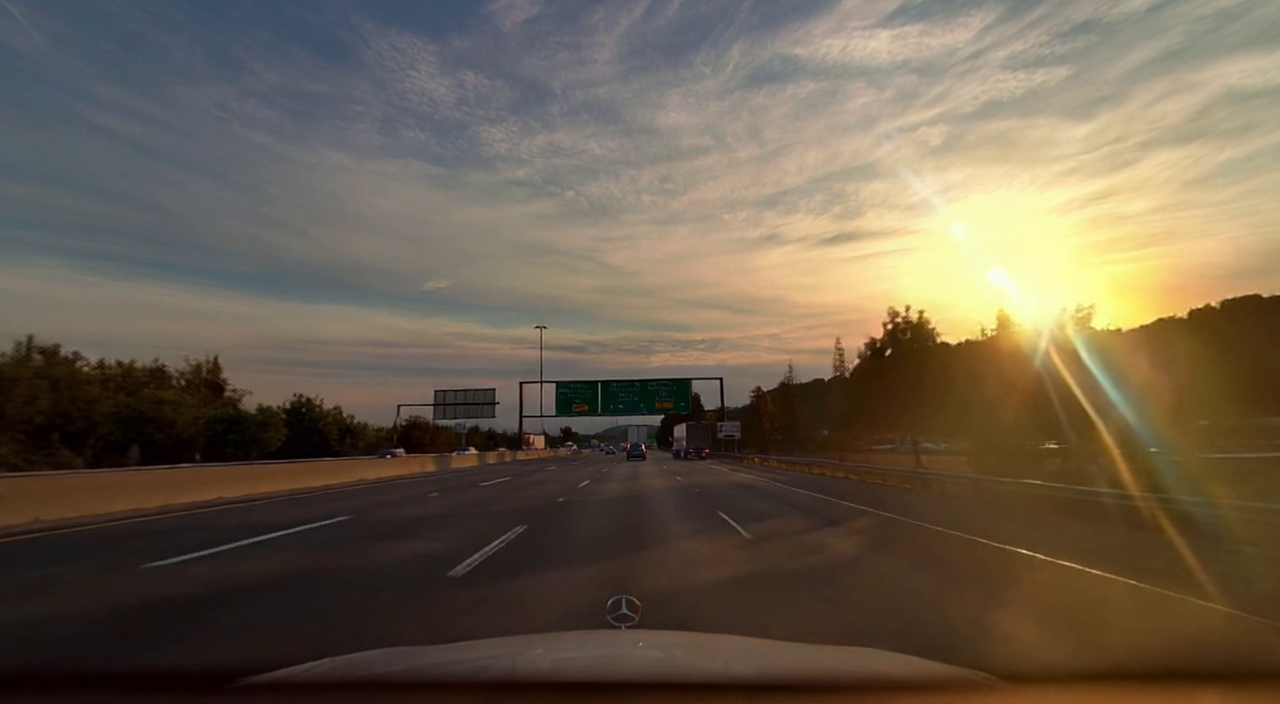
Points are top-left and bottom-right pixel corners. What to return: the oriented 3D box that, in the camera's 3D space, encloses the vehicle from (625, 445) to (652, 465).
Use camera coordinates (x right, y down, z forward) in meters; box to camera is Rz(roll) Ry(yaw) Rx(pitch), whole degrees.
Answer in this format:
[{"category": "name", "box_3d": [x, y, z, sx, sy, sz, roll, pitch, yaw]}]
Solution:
[{"category": "vehicle", "box_3d": [-0.130, 7.975, 48.928, 1.972, 1.492, 3.697, 0, -9, 0]}]
